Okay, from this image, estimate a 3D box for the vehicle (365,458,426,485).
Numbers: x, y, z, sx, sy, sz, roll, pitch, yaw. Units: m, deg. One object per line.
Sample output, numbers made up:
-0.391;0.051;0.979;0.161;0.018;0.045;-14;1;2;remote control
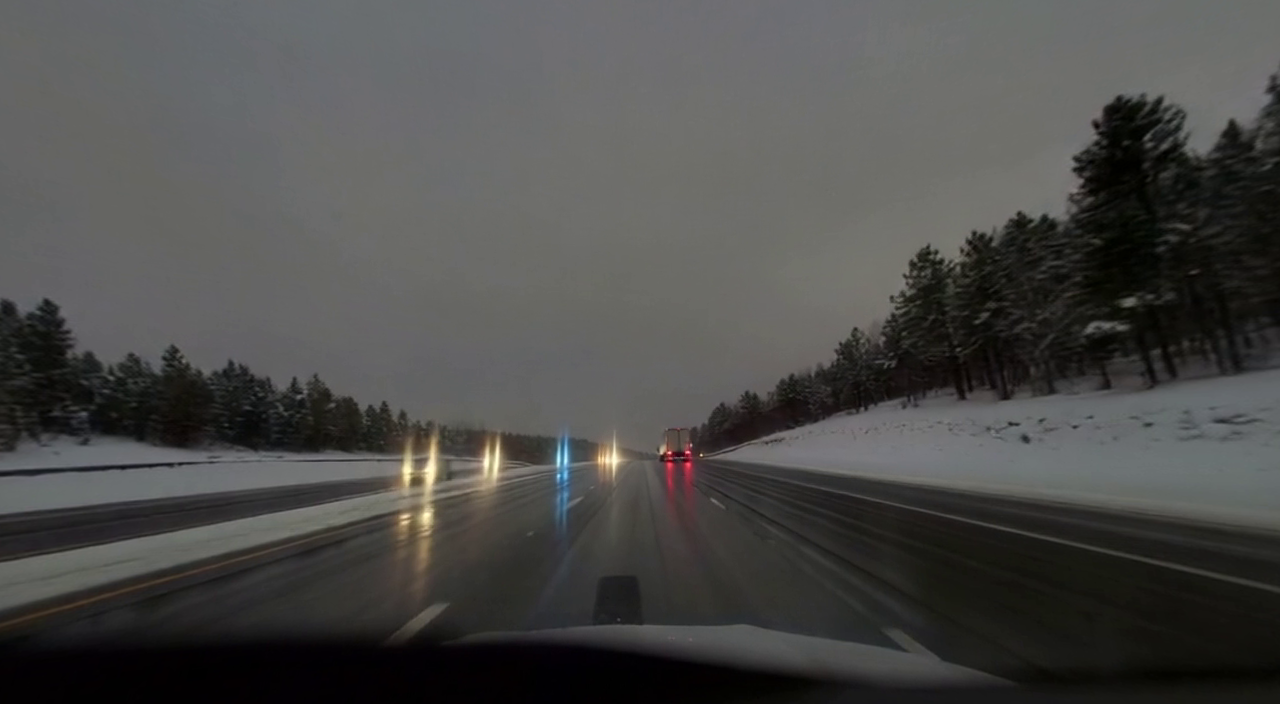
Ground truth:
-15.429;7.560;39.908;1.992;1.500;4.845;0;-9;-1;vehicle
